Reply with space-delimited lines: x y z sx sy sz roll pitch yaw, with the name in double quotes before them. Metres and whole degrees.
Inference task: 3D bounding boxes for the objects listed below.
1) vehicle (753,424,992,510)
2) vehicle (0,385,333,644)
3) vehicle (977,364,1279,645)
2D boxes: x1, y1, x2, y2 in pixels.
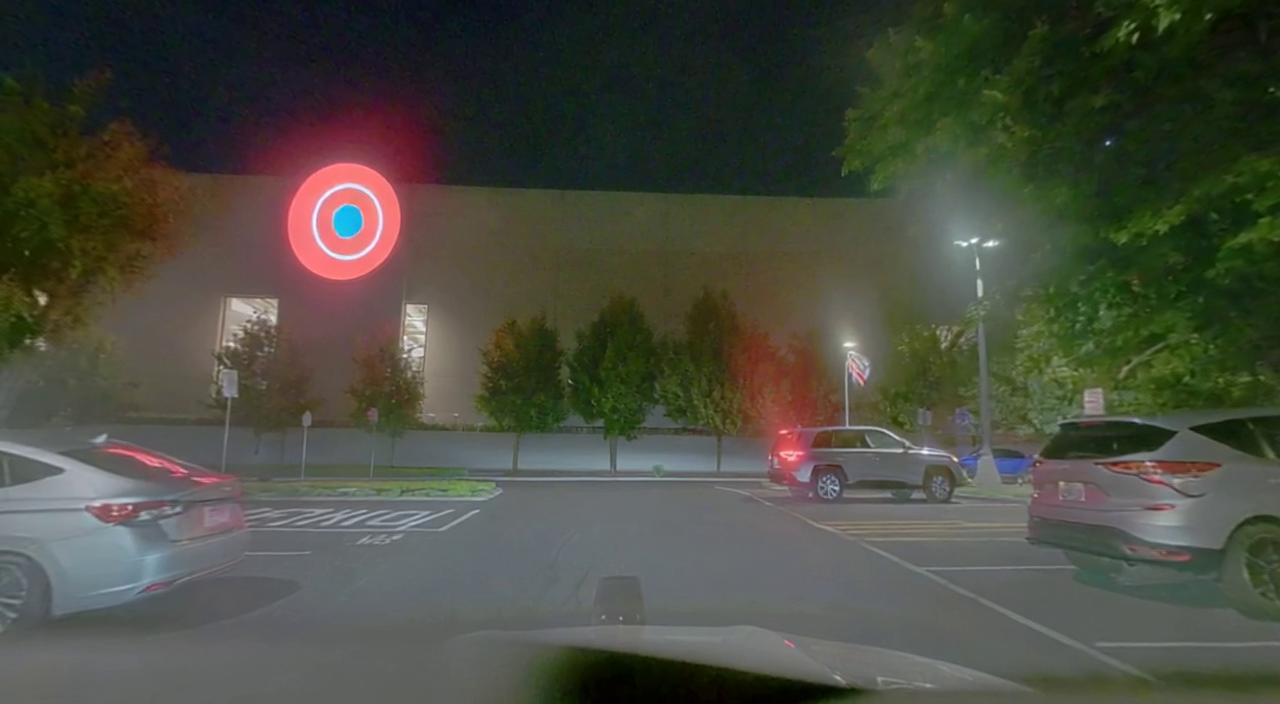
"vehicle" 5.516 2.773 15.537 4.864 1.916 2.413 1 -8 -4
"vehicle" -4.900 1.085 4.601 4.335 1.499 1.856 0 -8 -5
"vehicle" 6.553 1.283 5.835 5.517 1.946 2.410 1 -8 -3
